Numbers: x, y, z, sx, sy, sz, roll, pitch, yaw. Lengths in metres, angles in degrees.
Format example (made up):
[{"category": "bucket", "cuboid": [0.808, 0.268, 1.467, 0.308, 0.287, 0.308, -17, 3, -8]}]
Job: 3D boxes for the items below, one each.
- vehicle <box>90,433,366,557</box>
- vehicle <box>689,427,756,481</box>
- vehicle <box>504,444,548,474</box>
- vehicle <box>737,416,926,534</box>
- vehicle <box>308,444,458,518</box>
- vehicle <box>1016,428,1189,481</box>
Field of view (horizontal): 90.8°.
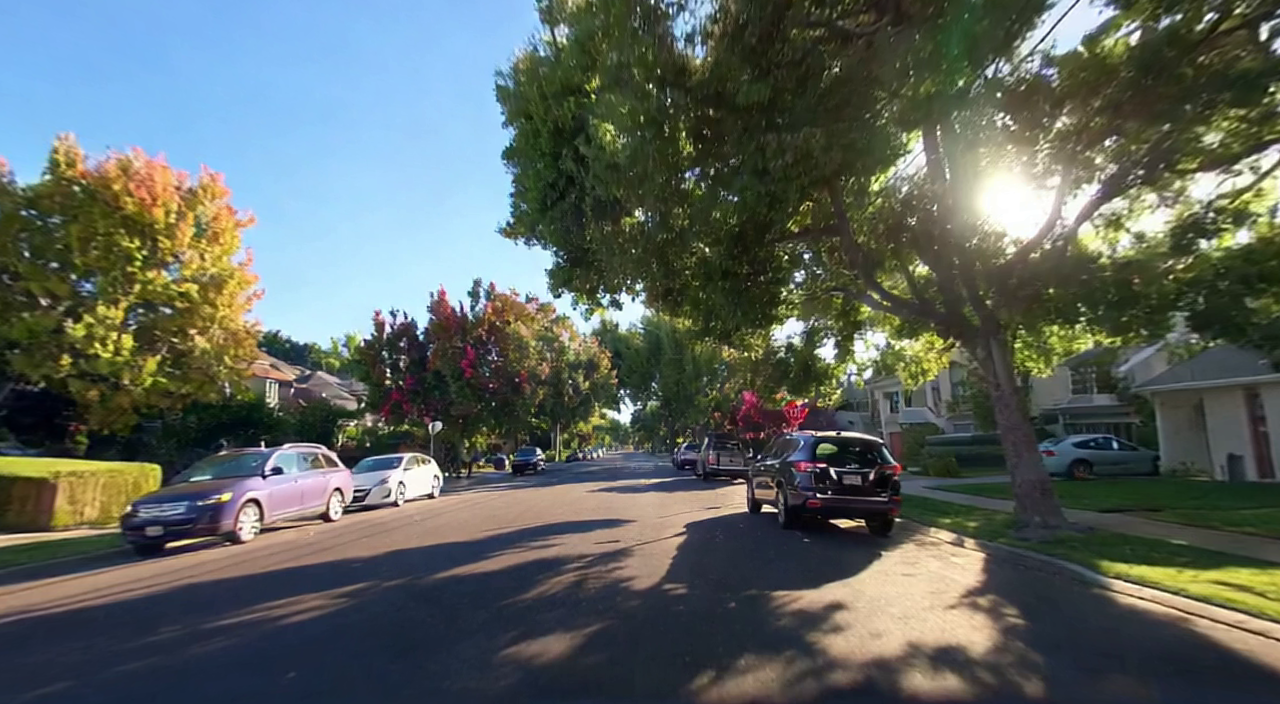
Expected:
[{"category": "vehicle", "cuboid": [-7.160, 2.489, 11.797, 2.058, 1.814, 4.624, 0, -9, -1]}, {"category": "vehicle", "cuboid": [3.402, 4.360, 27.276, 2.111, 2.054, 5.748, 0, -9, 0]}, {"category": "vehicle", "cuboid": [-7.427, 7.078, 41.398, 1.980, 1.664, 4.342, -5, -11, 0]}, {"category": "vehicle", "cuboid": [3.188, 2.156, 11.615, 2.069, 1.750, 4.294, 0, -9, -1]}, {"category": "vehicle", "cuboid": [-6.762, 3.456, 17.208, 2.086, 1.516, 4.568, -6, -11, 1]}, {"category": "vehicle", "cuboid": [15.958, 3.580, 21.978, 4.369, 1.469, 1.924, -3, -11, 0]}]
